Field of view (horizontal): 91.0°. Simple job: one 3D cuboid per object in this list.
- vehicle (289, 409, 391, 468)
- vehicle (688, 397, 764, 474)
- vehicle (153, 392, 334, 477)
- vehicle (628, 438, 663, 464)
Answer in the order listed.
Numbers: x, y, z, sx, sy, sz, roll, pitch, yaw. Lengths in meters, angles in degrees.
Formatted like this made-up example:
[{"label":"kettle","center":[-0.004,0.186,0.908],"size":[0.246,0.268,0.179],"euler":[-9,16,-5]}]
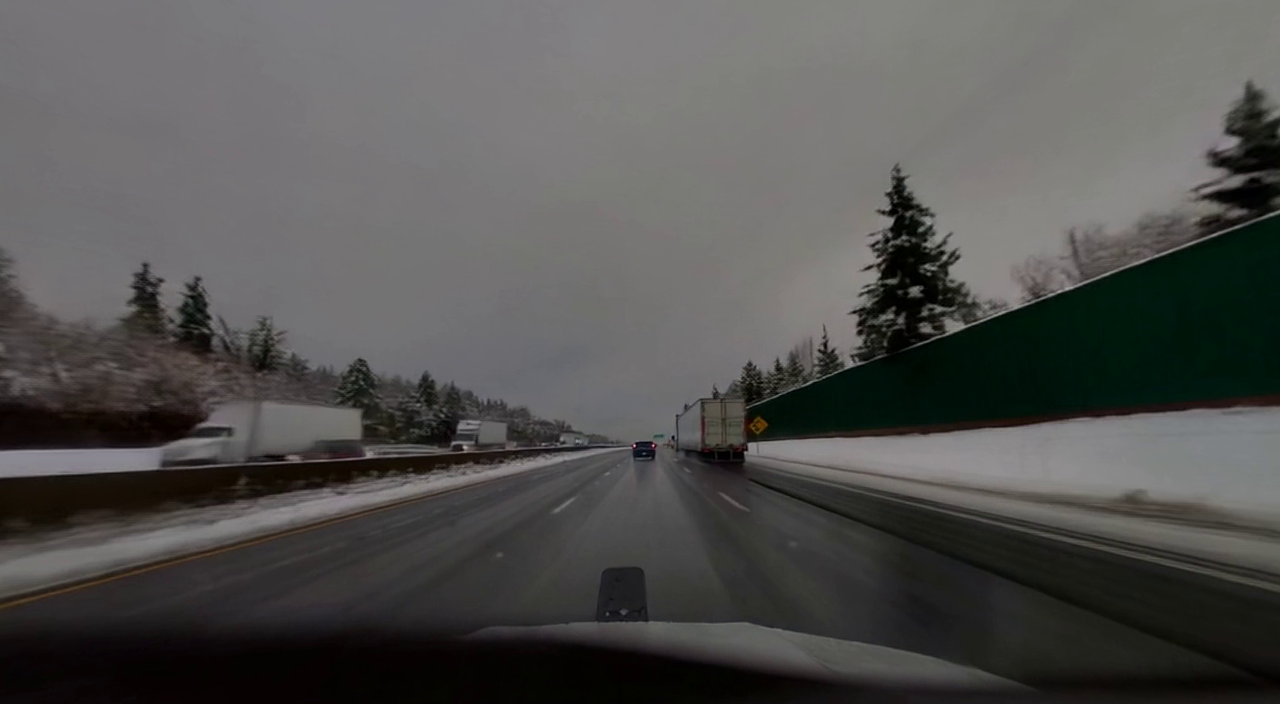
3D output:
[{"label":"vehicle","center":[-20.575,6.029,43.861],"size":[2.810,3.700,8.248],"euler":[0,-8,1]},{"label":"vehicle","center":[4.074,4.251,31.749],"size":[2.742,3.383,8.285],"euler":[0,-8,1]},{"label":"vehicle","center":[-20.762,4.520,34.135],"size":[2.934,3.887,10.188],"euler":[0,-8,1]},{"label":"vehicle","center":[0.385,7.019,44.889],"size":[2.389,1.760,4.473],"euler":[0,-8,1]}]
